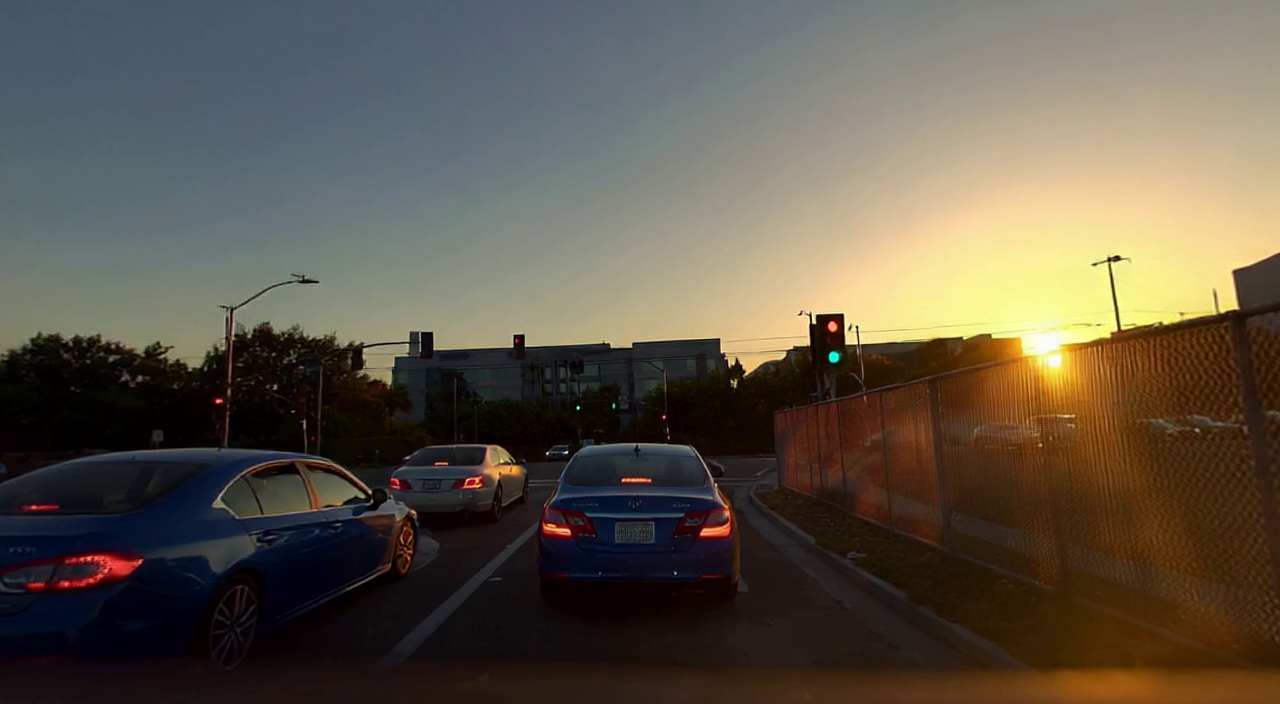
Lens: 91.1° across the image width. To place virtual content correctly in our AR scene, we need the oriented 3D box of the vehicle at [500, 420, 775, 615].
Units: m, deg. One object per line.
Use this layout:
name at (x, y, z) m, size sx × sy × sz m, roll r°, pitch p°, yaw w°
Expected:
vehicle at (-0.016, 1.601, 6.998) m, size 2.144 × 1.514 × 4.063 m, roll 0°, pitch -9°, yaw 0°

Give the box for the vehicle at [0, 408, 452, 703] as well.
vehicle at (-3.208, 1.320, 4.870) m, size 1.971 × 1.488 × 4.581 m, roll 0°, pitch -9°, yaw 1°
